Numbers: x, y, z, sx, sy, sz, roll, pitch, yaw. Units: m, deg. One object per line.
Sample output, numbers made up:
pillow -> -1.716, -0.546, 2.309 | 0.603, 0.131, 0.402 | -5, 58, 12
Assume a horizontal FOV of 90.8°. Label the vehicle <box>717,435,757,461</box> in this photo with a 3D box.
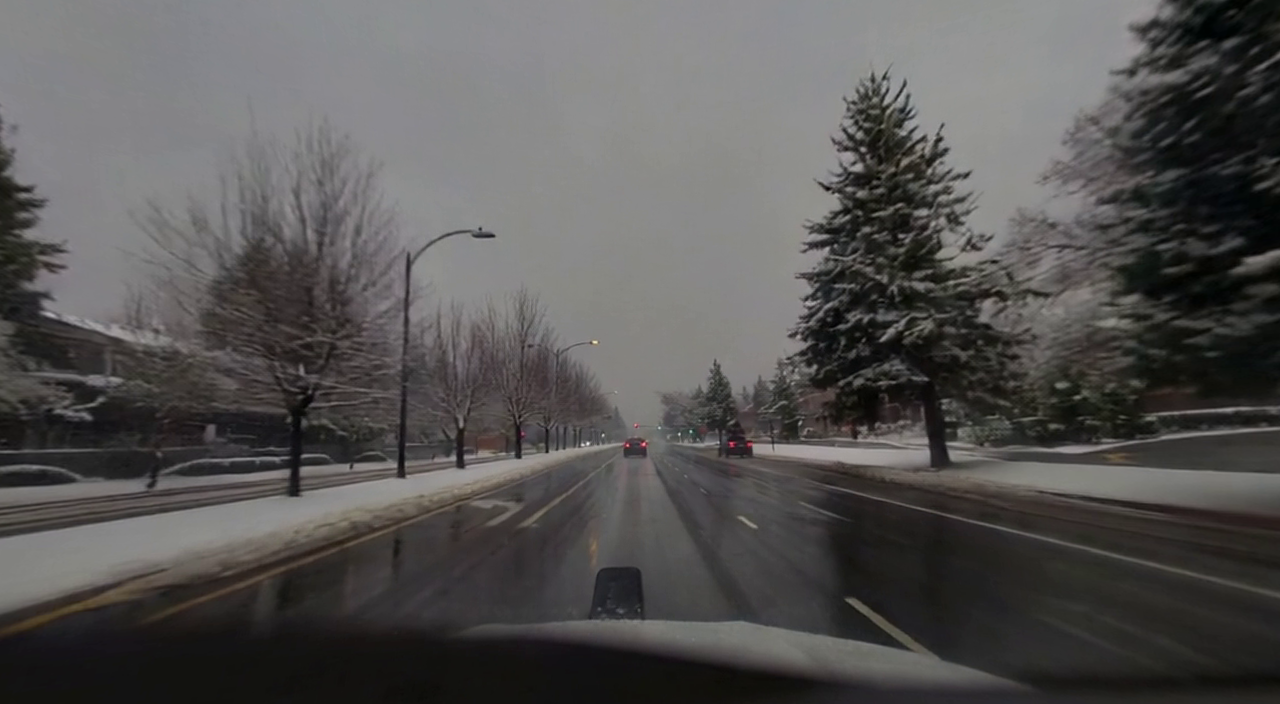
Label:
vehicle -> 6.682, 6.661, 43.873 | 2.011, 1.710, 4.357 | 0, -9, -1
